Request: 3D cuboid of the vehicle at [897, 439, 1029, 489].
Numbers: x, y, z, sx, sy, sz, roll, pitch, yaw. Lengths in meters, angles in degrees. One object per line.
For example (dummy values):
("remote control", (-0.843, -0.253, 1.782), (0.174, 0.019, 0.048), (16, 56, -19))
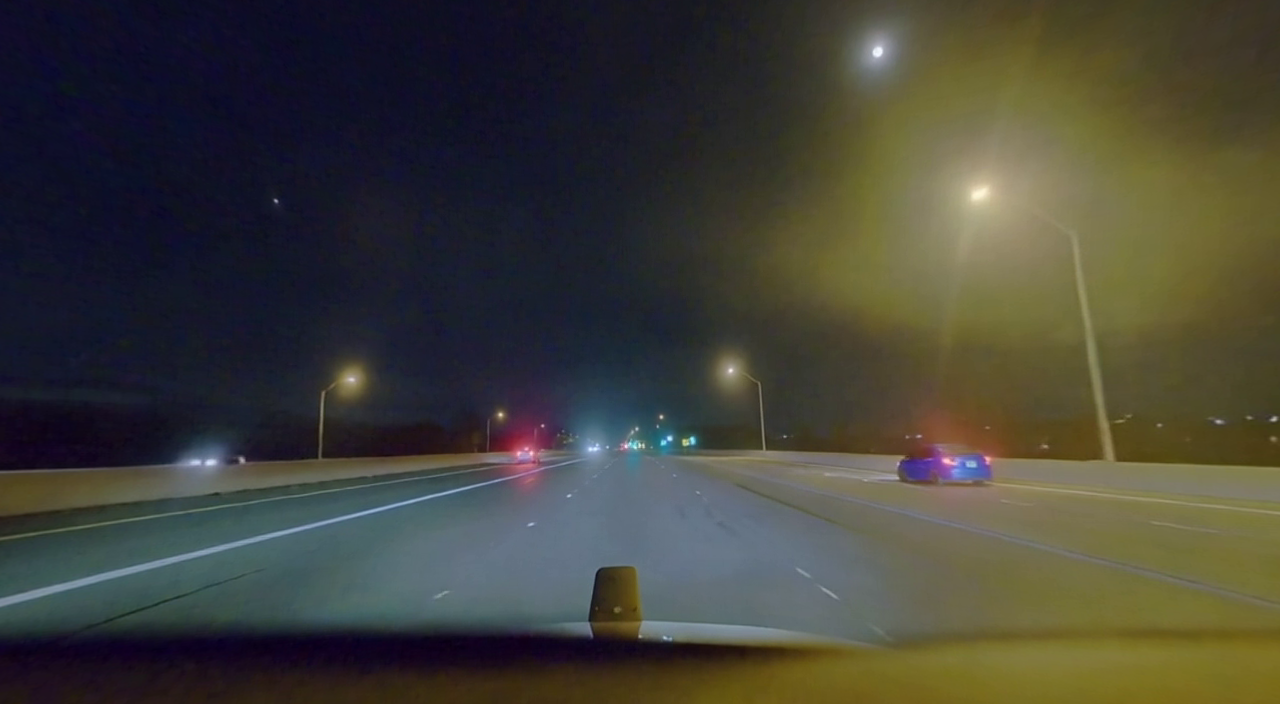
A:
("vehicle", (10.703, 3.733, 21.395), (1.985, 1.493, 4.486), (0, -9, -1))
